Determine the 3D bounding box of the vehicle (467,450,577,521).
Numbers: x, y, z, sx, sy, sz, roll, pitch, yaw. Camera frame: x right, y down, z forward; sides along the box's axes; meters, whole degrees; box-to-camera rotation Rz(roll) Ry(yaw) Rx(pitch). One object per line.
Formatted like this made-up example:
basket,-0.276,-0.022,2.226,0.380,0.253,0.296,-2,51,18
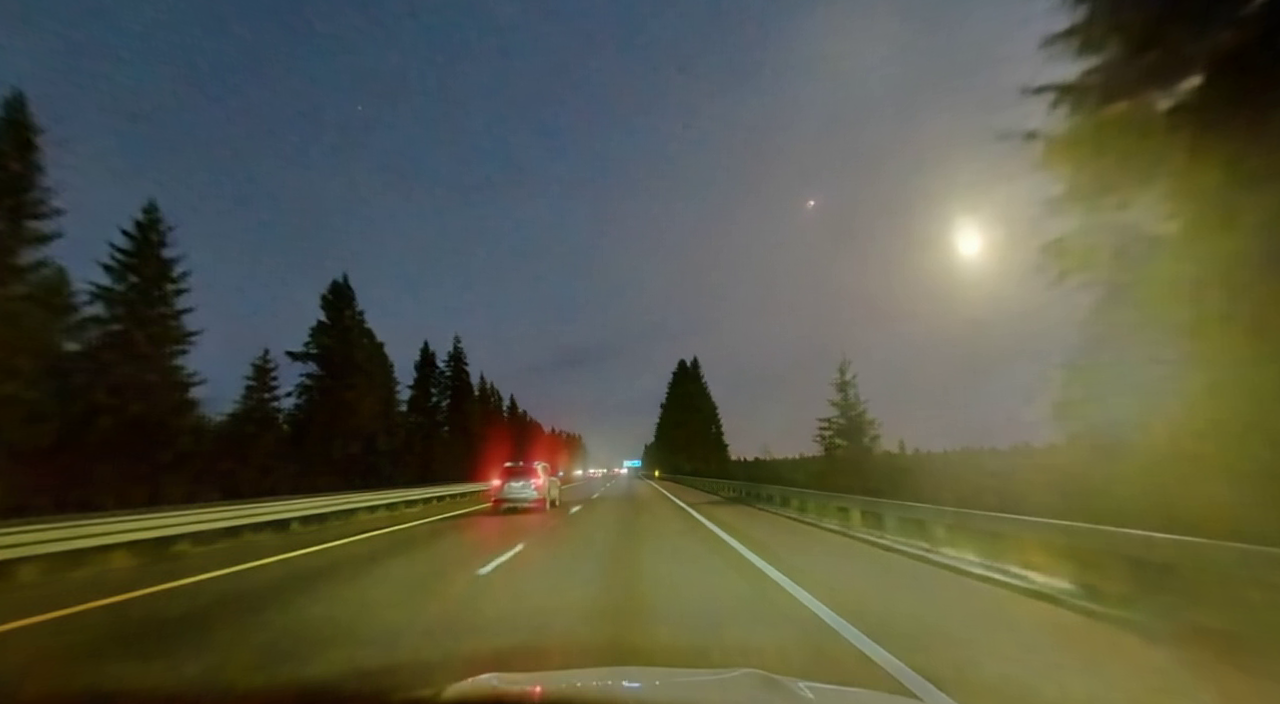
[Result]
vehicle,-3.110,3.699,17.728,2.107,1.668,4.554,1,-11,1
